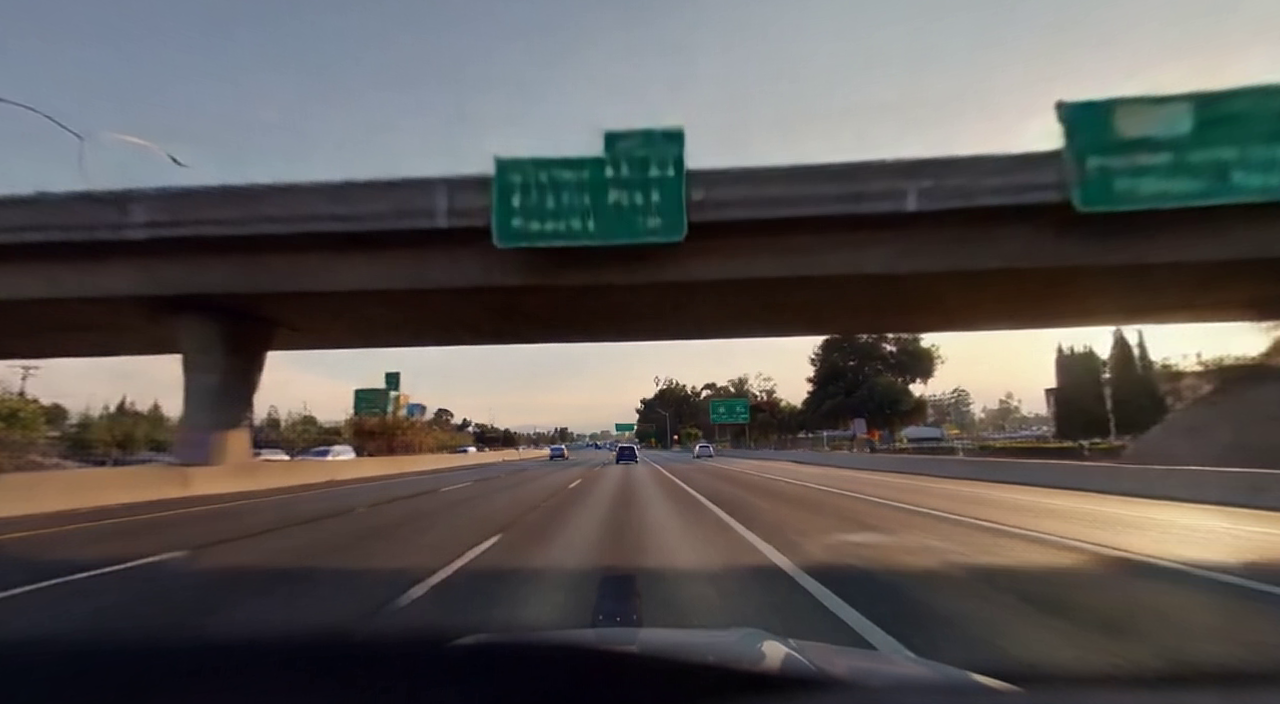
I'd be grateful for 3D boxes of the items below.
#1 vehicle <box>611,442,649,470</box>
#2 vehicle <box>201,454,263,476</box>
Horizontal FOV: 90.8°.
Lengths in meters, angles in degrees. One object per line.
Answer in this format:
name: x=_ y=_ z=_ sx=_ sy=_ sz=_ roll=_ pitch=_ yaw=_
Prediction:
vehicle: x=-0.578 y=5.899 z=35.957 sx=2.012 sy=1.471 sz=4.059 roll=0 pitch=-8 yaw=-2
vehicle: x=-31.778 y=8.762 z=49.361 sx=1.843 sy=1.566 sz=4.531 roll=0 pitch=-8 yaw=-1
